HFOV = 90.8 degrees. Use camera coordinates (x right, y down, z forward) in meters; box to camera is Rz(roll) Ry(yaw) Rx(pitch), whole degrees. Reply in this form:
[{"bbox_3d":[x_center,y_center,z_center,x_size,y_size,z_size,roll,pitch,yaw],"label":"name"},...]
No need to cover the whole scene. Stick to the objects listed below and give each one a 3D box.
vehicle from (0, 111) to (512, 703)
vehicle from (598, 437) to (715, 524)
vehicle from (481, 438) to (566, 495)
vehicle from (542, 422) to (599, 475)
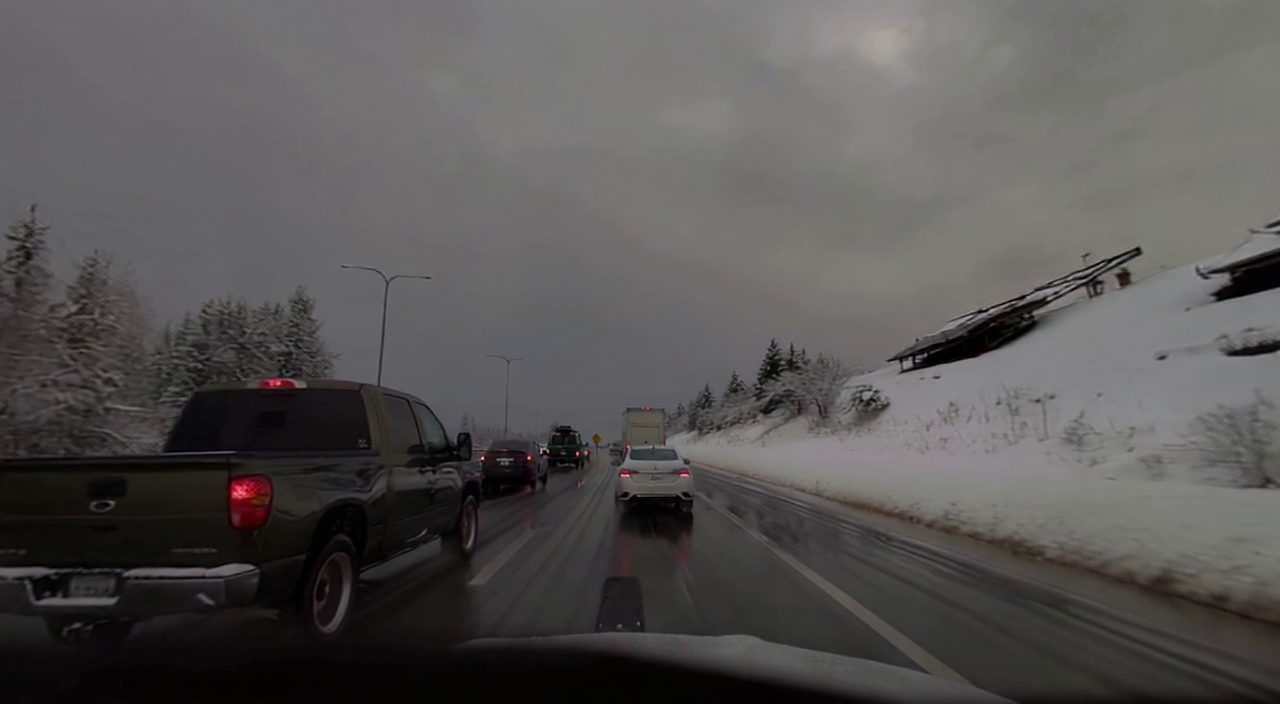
[{"bbox_3d":[-3.019,0.874,5.742,2.289,2.757,6.726,0,-9,0],"label":"vehicle"},{"bbox_3d":[0.268,2.545,12.960,2.063,1.507,3.488,0,-9,-1],"label":"vehicle"},{"bbox_3d":[-3.649,3.648,20.433,1.963,1.627,3.849,0,-9,1],"label":"vehicle"},{"bbox_3d":[-3.668,5.322,34.697,2.290,2.613,5.975,0,-9,2],"label":"vehicle"}]
